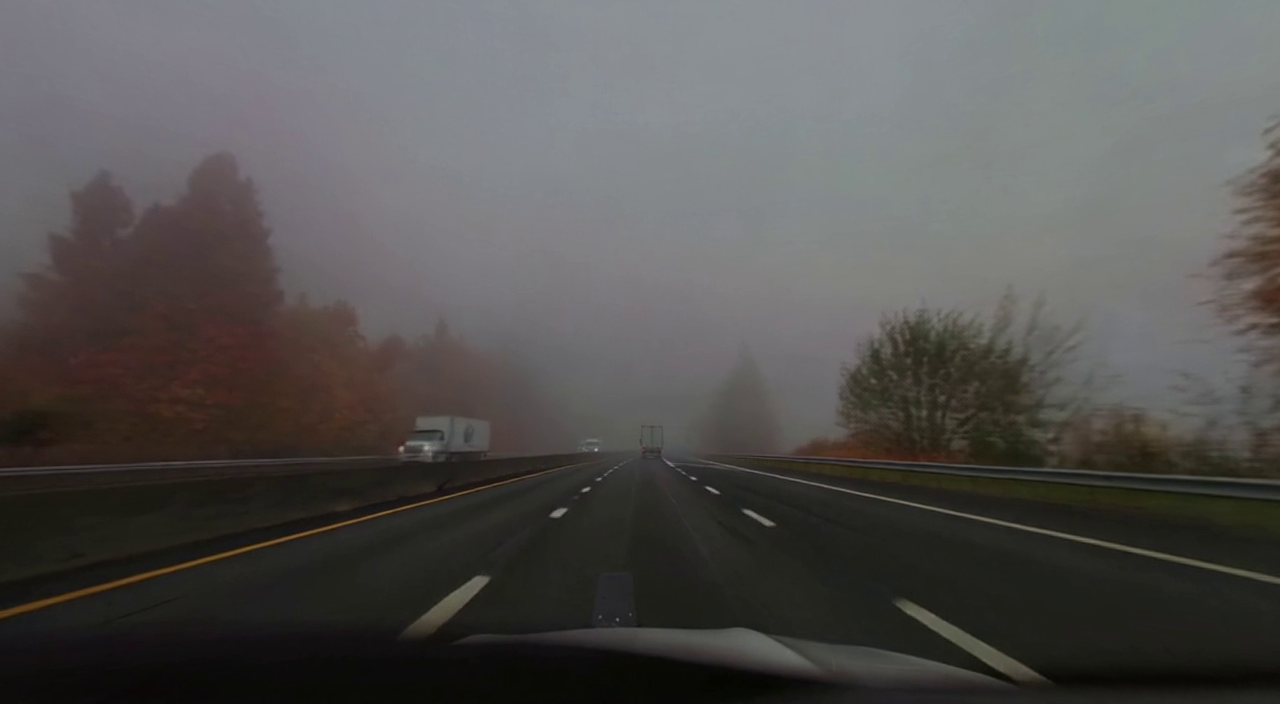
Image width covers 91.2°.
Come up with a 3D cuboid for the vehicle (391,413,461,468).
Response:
[{"bbox_3d":[-16.061,6.742,47.562,2.997,3.843,5.945,-1,-9,1],"label":"vehicle"}]
